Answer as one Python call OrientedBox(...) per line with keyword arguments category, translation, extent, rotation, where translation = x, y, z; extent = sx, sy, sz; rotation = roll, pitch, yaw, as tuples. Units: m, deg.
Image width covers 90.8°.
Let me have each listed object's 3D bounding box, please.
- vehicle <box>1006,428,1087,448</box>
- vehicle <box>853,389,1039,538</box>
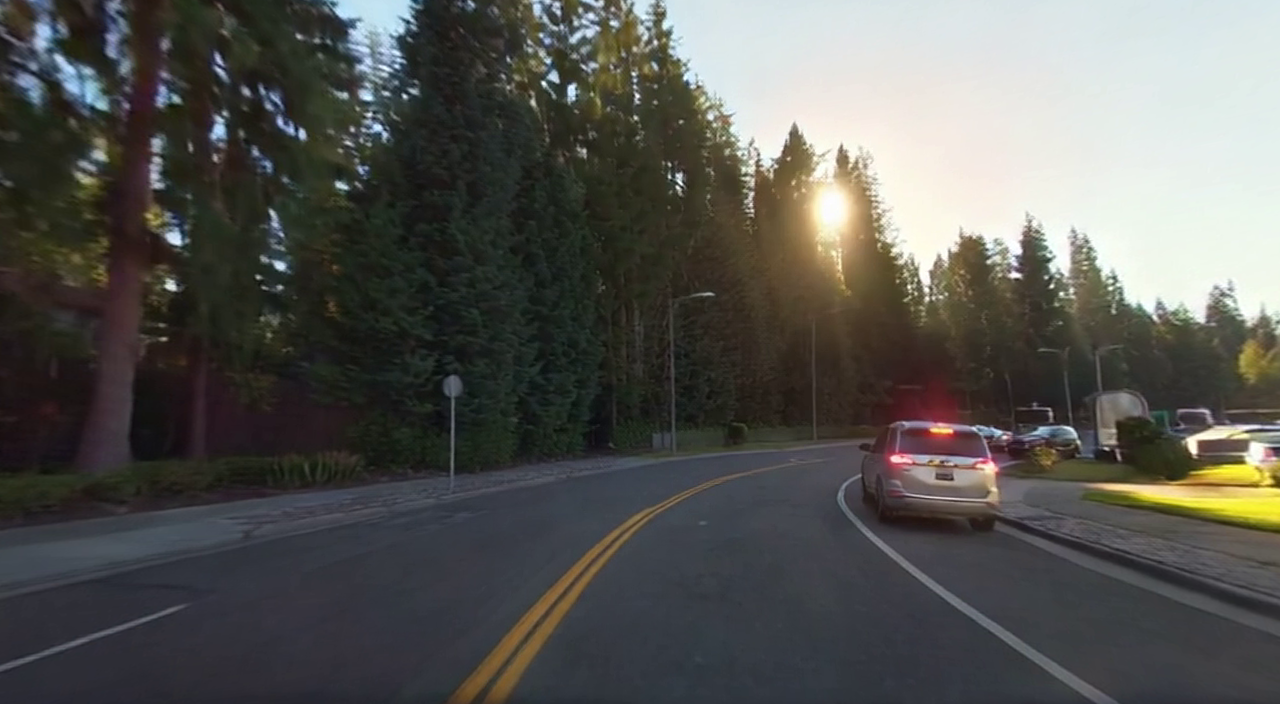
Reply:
OrientedBox(category="vehicle", translation=(31.163, 6.642, 48.569), extent=(4.726, 1.481, 1.957), rotation=(-1, -8, 8))
OrientedBox(category="vehicle", translation=(5.211, 1.920, 11.301), extent=(2.043, 2.250, 3.024), rotation=(-1, -8, 8))
